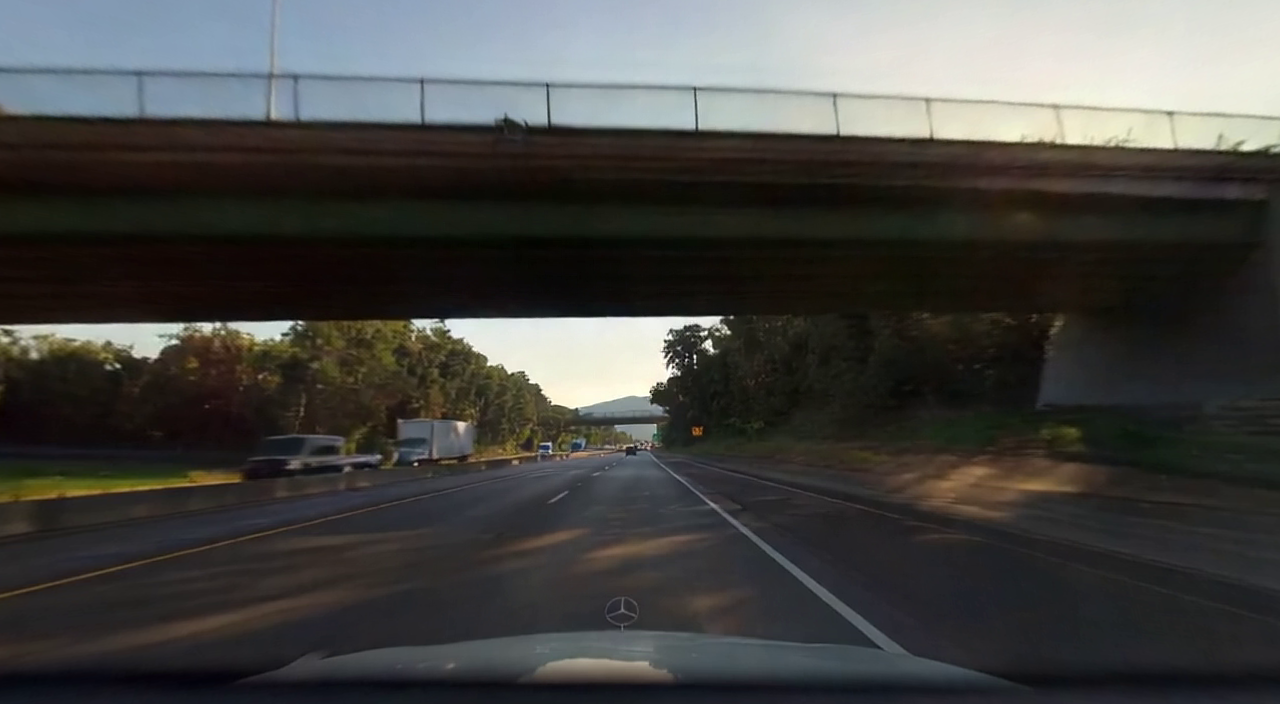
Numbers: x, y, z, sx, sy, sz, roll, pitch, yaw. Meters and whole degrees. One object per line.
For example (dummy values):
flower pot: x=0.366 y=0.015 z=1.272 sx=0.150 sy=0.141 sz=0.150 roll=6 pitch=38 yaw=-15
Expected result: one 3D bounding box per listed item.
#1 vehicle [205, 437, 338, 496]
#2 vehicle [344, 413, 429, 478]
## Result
vehicle: x=-13.720 y=4.285 z=23.903 sx=2.254 sy=1.979 sz=4.563 roll=0 pitch=-9 yaw=0
vehicle: x=-16.710 y=6.245 z=42.174 sx=3.154 sy=3.952 sz=6.140 roll=0 pitch=-9 yaw=-2
